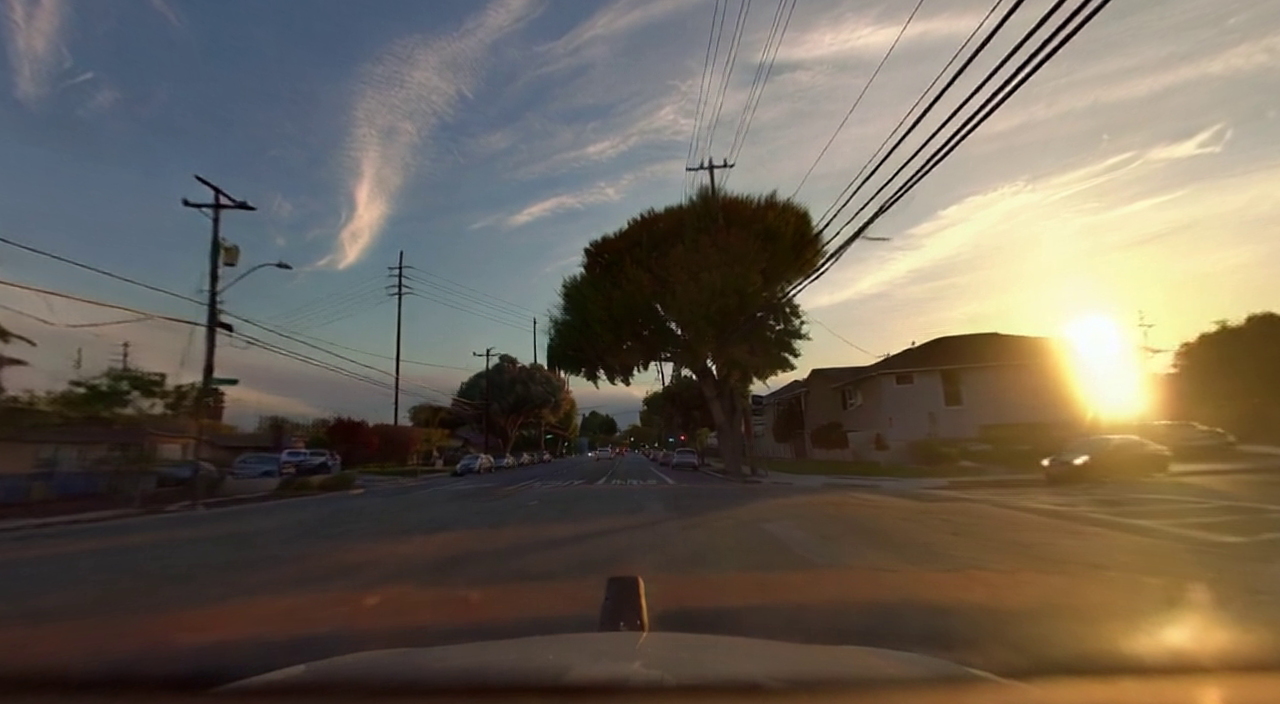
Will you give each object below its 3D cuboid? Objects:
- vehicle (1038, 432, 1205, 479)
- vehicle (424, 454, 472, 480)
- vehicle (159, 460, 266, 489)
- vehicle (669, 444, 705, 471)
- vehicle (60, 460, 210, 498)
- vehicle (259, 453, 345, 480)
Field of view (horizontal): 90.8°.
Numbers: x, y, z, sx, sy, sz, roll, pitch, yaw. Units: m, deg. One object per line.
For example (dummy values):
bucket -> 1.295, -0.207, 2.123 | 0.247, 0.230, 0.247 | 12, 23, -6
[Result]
vehicle -> 15.979, 3.447, 21.114 | 4.001, 1.484, 1.961 | 1, -9, -4
vehicle -> -14.254, 8.534, 47.206 | 1.913, 1.745, 4.992 | 0, -9, 1
vehicle -> -22.767, 6.511, 33.764 | 4.344, 1.471, 1.813 | 0, -9, -3
vehicle -> 3.164, 7.285, 43.651 | 2.045, 1.746, 4.564 | 0, -9, -2
vehicle -> -21.822, 5.487, 27.458 | 4.728, 1.536, 2.006 | 0, -9, 0
vehicle -> -22.671, 7.698, 42.465 | 4.612, 1.736, 1.951 | 0, -9, -1
